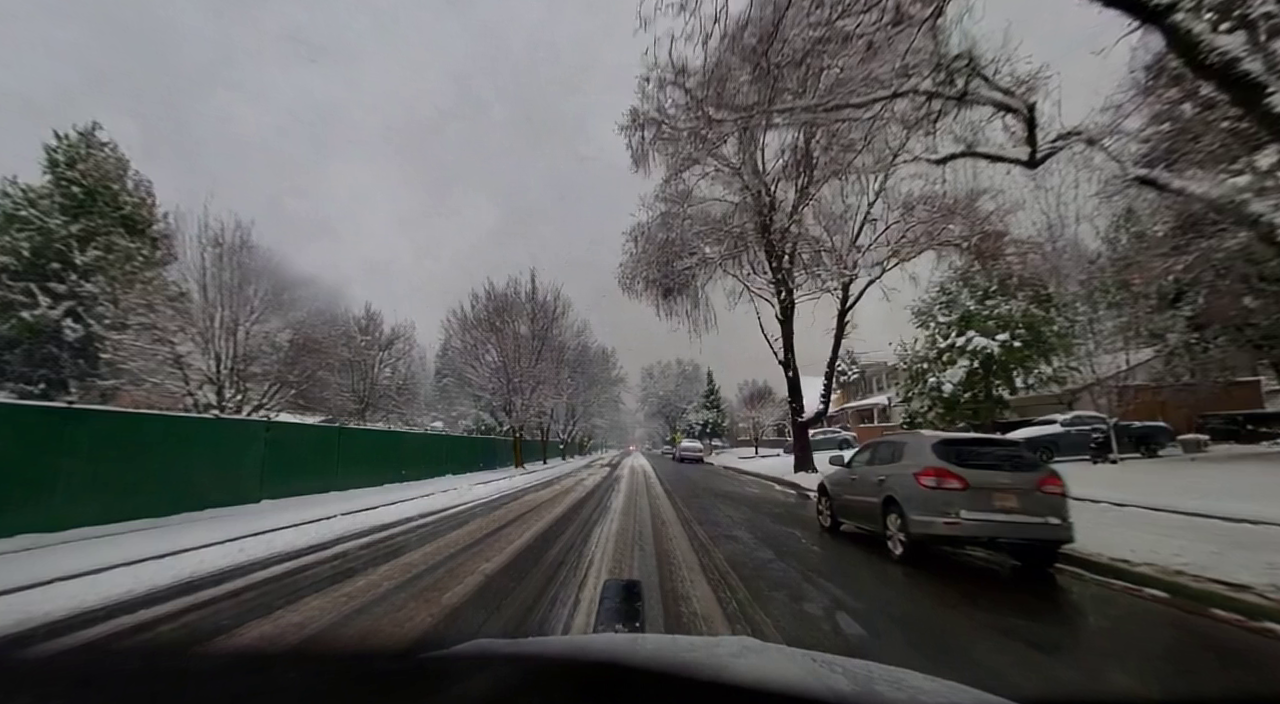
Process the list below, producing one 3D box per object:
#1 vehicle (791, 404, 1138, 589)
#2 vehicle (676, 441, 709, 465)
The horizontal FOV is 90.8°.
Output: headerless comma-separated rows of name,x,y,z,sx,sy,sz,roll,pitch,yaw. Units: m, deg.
vehicle,3.650,1.740,8.412,2.165,1.688,4.642,-2,-9,1
vehicle,3.910,7.615,47.648,2.122,1.673,4.876,0,-9,1
